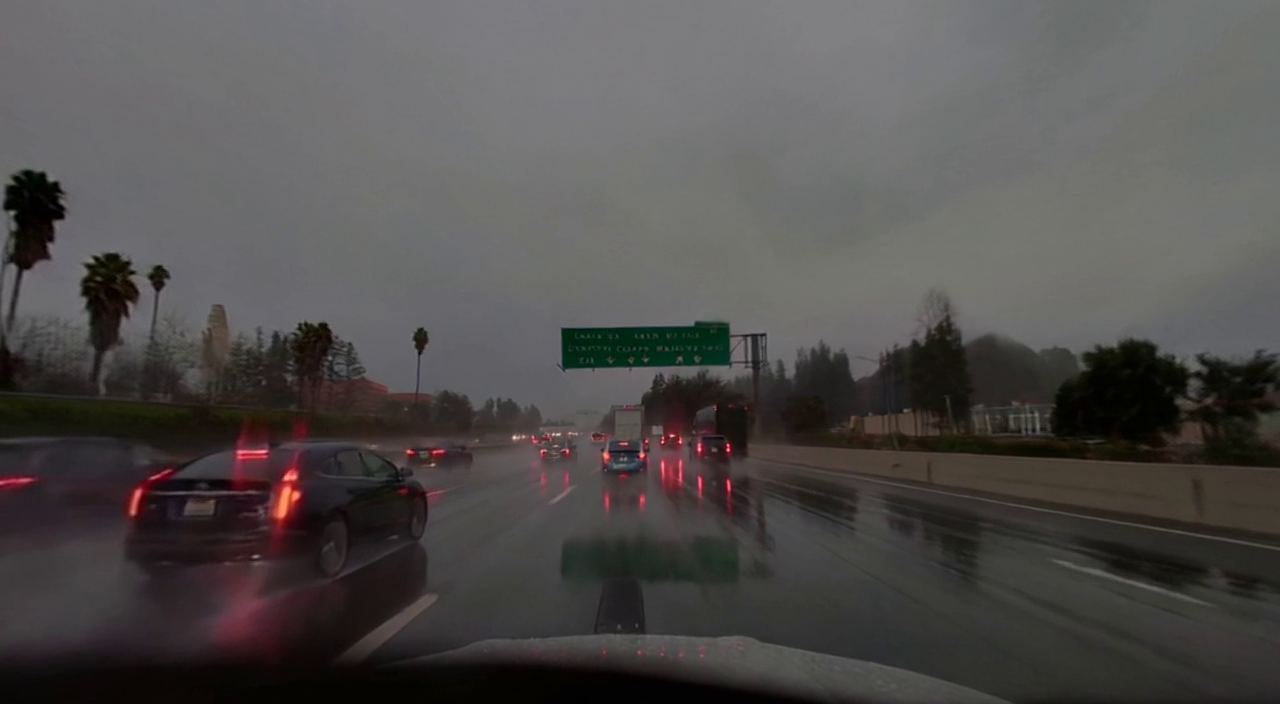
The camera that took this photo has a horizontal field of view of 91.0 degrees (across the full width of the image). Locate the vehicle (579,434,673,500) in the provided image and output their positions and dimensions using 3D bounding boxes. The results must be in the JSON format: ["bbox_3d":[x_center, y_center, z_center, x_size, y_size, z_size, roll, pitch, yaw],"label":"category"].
[{"bbox_3d":[-0.319,2.886,16.218,2.136,1.470,3.971,0,-8,0],"label":"vehicle"}]

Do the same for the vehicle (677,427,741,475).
[{"bbox_3d":[2.891,4.269,27.382,2.173,1.870,4.499,0,-8,-1],"label":"vehicle"}]

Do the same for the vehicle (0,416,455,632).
[{"bbox_3d":[-3.677,1.518,6.658,2.064,1.475,4.489,0,-8,0],"label":"vehicle"}]

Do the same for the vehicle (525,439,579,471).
[{"bbox_3d":[-4.149,4.944,30.385,1.998,1.423,4.436,0,-8,-1],"label":"vehicle"}]

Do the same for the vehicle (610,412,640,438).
[{"bbox_3d":[-1.174,5.679,48.484,2.206,1.803,4.569,0,-8,-1],"label":"vehicle"}]
